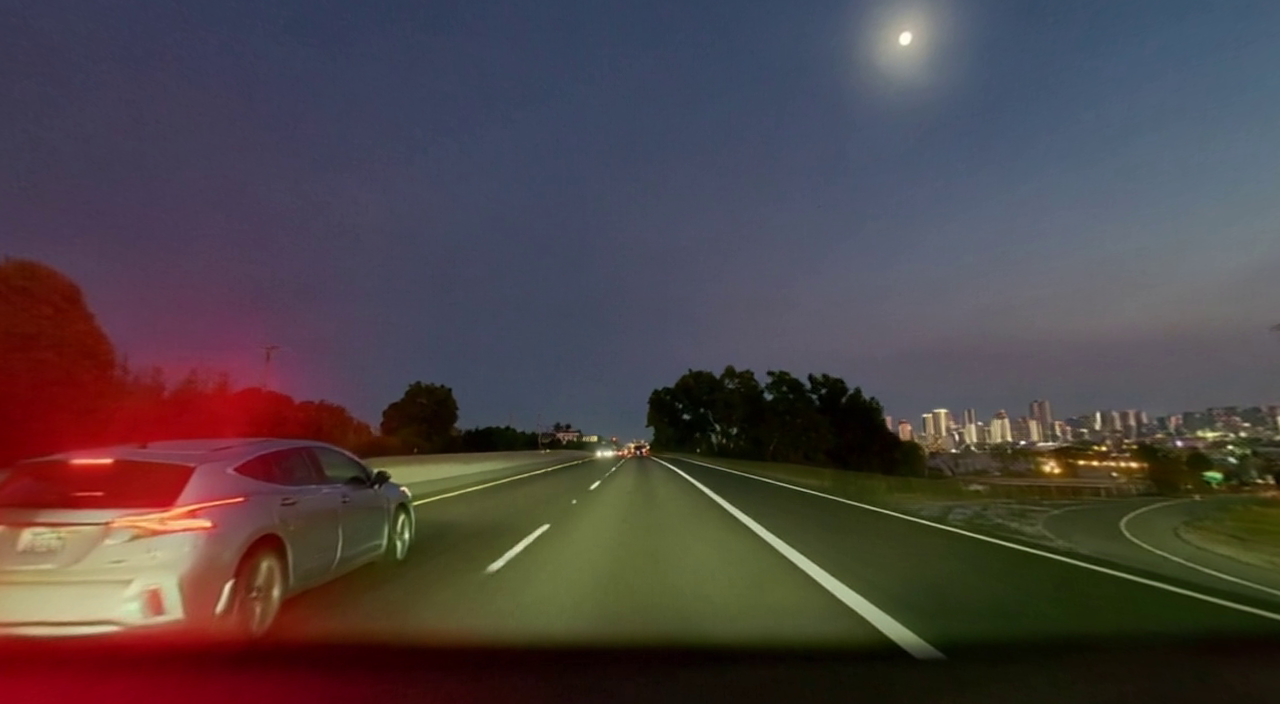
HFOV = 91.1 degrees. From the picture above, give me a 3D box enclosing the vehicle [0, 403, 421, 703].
[{"bbox_3d":[-3.797,1.375,5.368,2.092,1.562,4.748,0,-8,1],"label":"vehicle"}]
